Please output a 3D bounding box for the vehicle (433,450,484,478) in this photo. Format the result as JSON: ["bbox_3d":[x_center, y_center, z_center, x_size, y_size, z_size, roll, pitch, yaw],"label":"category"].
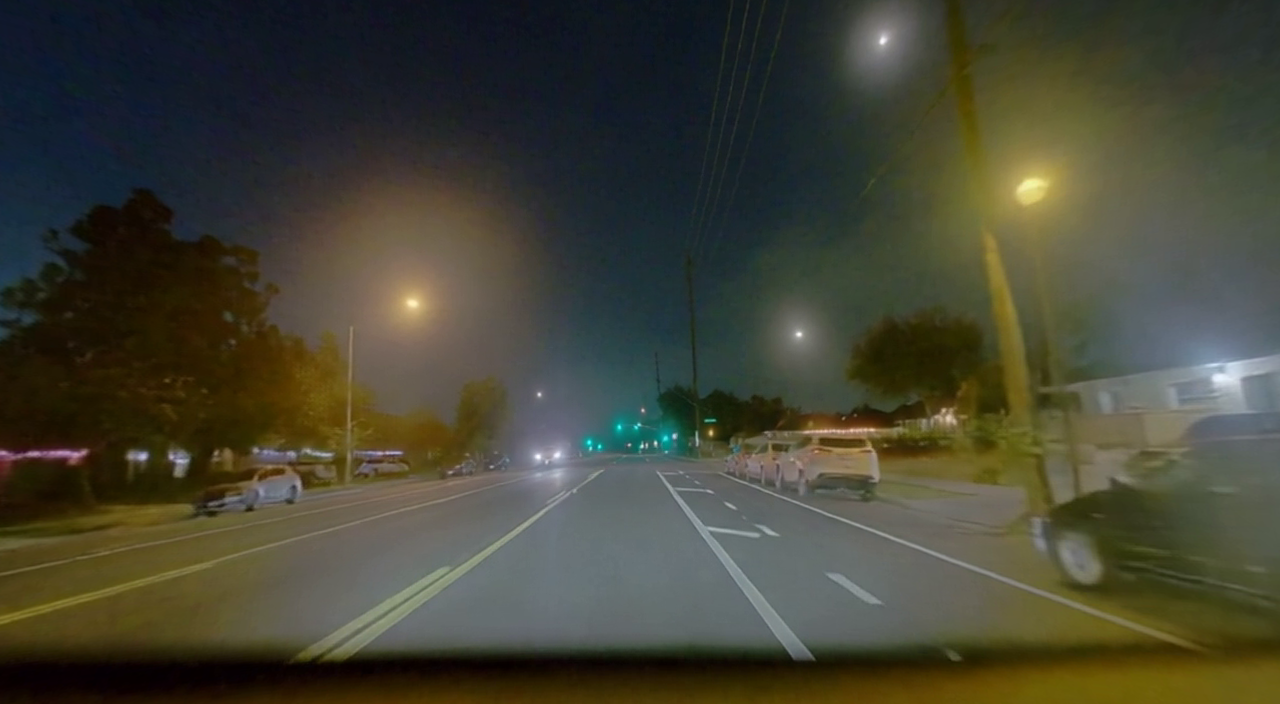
[{"bbox_3d":[-12.804,7.913,44.917,2.128,1.768,5.306,0,-9,0],"label":"vehicle"}]

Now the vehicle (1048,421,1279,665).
[{"bbox_3d":[4.917,1.113,3.531,2.031,1.473,4.784,0,-9,-1],"label":"vehicle"}]

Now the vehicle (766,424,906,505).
[{"bbox_3d":[4.626,2.746,15.787,1.919,1.698,4.747,0,-9,0],"label":"vehicle"}]

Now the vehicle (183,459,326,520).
[{"bbox_3d":[-12.579,4.460,20.988,1.972,1.475,4.503,-6,-9,-1],"label":"vehicle"}]
